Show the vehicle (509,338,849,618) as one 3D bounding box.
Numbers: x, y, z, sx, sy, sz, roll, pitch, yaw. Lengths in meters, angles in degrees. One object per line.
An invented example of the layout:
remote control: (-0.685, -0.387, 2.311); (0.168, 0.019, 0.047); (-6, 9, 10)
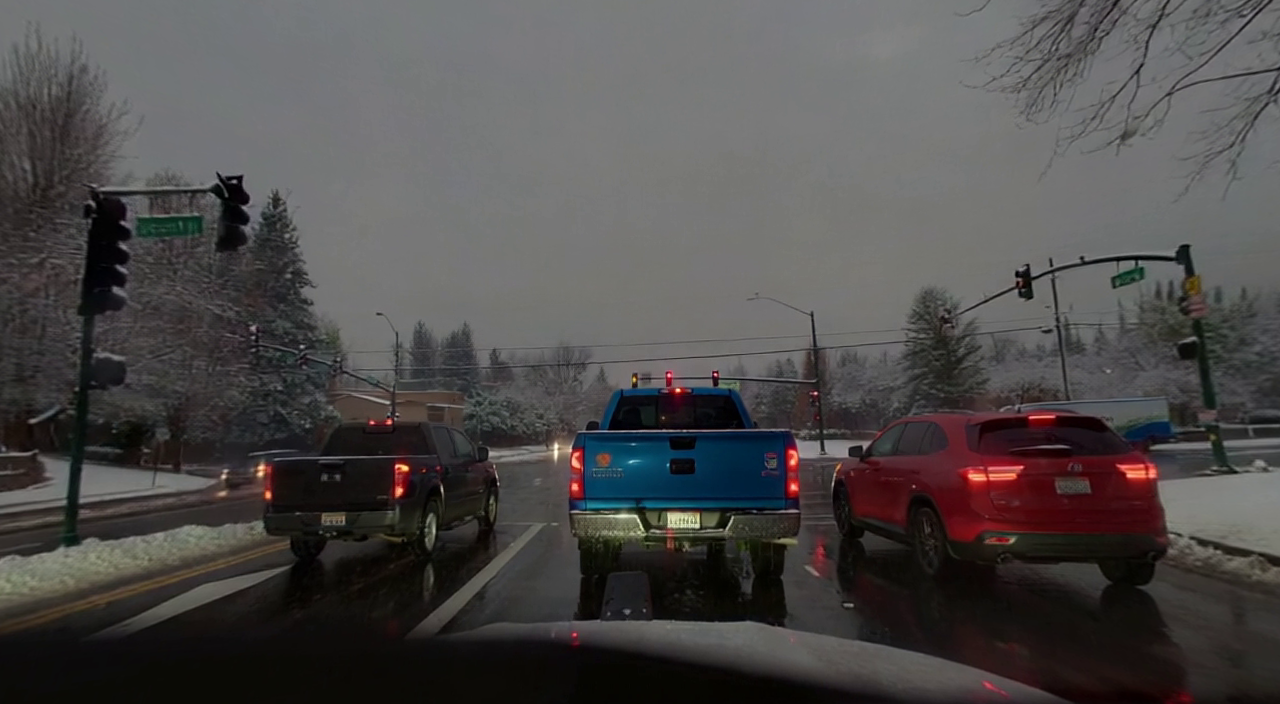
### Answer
vehicle: (0.326, 1.274, 7.156); (2.505, 2.084, 4.768); (0, -8, 1)

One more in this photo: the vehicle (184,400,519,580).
vehicle: (-3.291, 1.691, 8.580); (2.125, 1.739, 4.707); (0, -8, 3)

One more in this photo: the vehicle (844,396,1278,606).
vehicle: (4.050, 1.500, 7.190); (1.984, 1.659, 4.226); (0, -8, 0)

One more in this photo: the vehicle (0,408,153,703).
vehicle: (-3.387, 0.708, 0.655); (1.998, 1.481, 4.656); (0, -8, 1)
